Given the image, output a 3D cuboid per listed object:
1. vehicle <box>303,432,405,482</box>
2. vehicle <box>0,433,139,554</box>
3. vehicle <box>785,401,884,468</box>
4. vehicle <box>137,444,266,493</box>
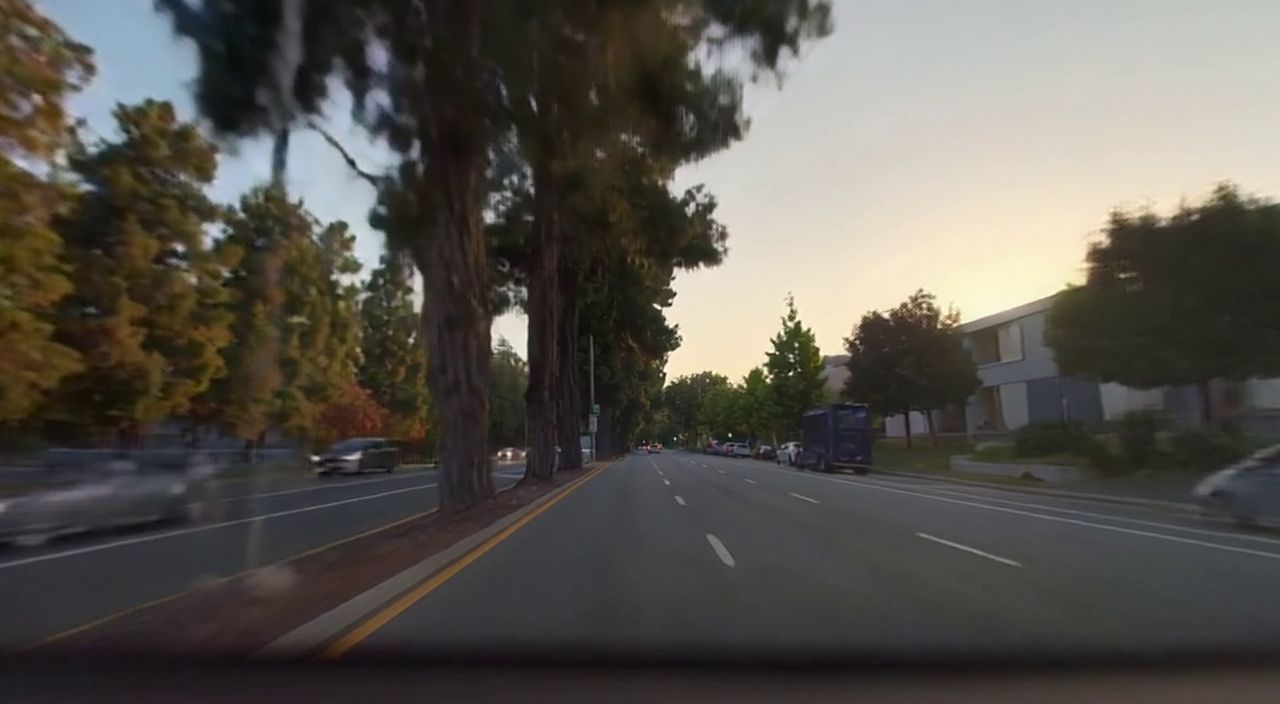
[{"bbox_3d":[-12.071,4.459,27.122,2.180,1.904,4.631,0,-8,0],"label":"vehicle"},{"bbox_3d":[-8.906,1.703,7.498,2.001,1.477,4.754,0,-8,0],"label":"vehicle"},{"bbox_3d":[9.625,4.266,32.290,2.670,3.016,7.732,0,-8,1],"label":"vehicle"},{"bbox_3d":[-15.343,4.057,22.411,1.765,1.560,3.902,0,-8,-1],"label":"vehicle"}]
